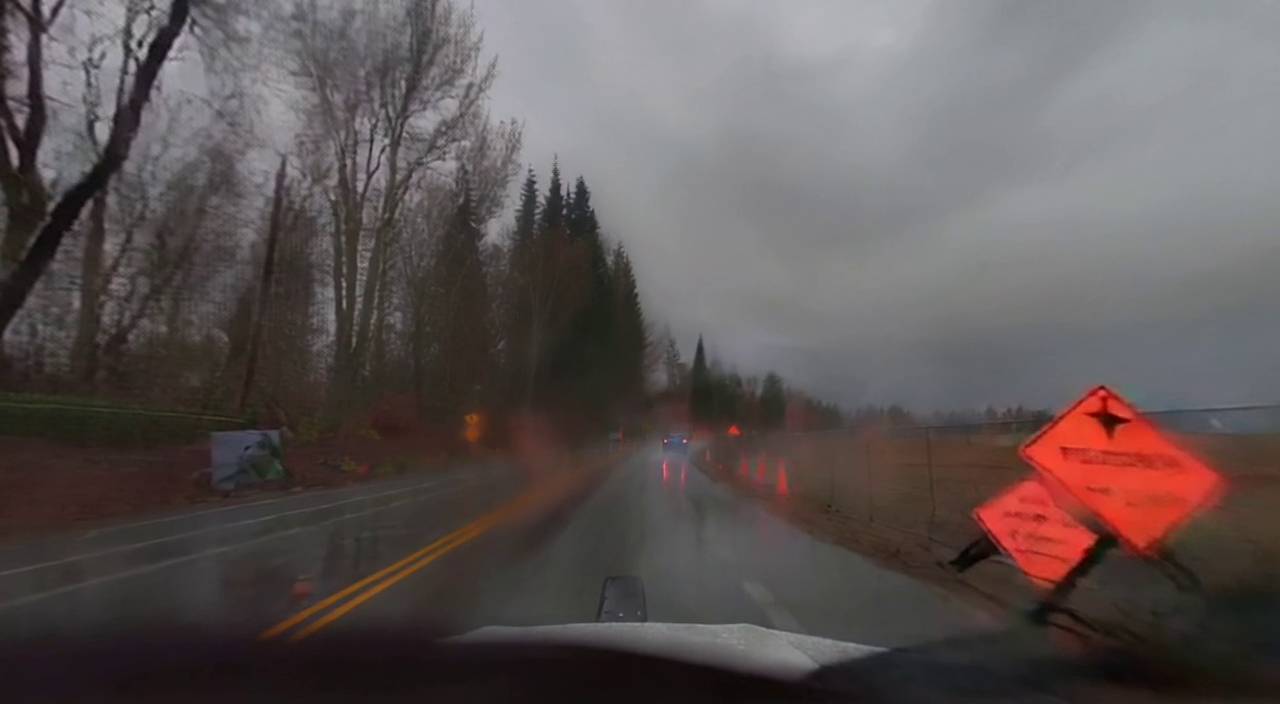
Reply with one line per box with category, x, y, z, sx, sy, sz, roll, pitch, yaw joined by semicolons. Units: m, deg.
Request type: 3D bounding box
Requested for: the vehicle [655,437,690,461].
vehicle;2.093;6.307;40.996;2.172;1.486;3.581;-1;-9;3
